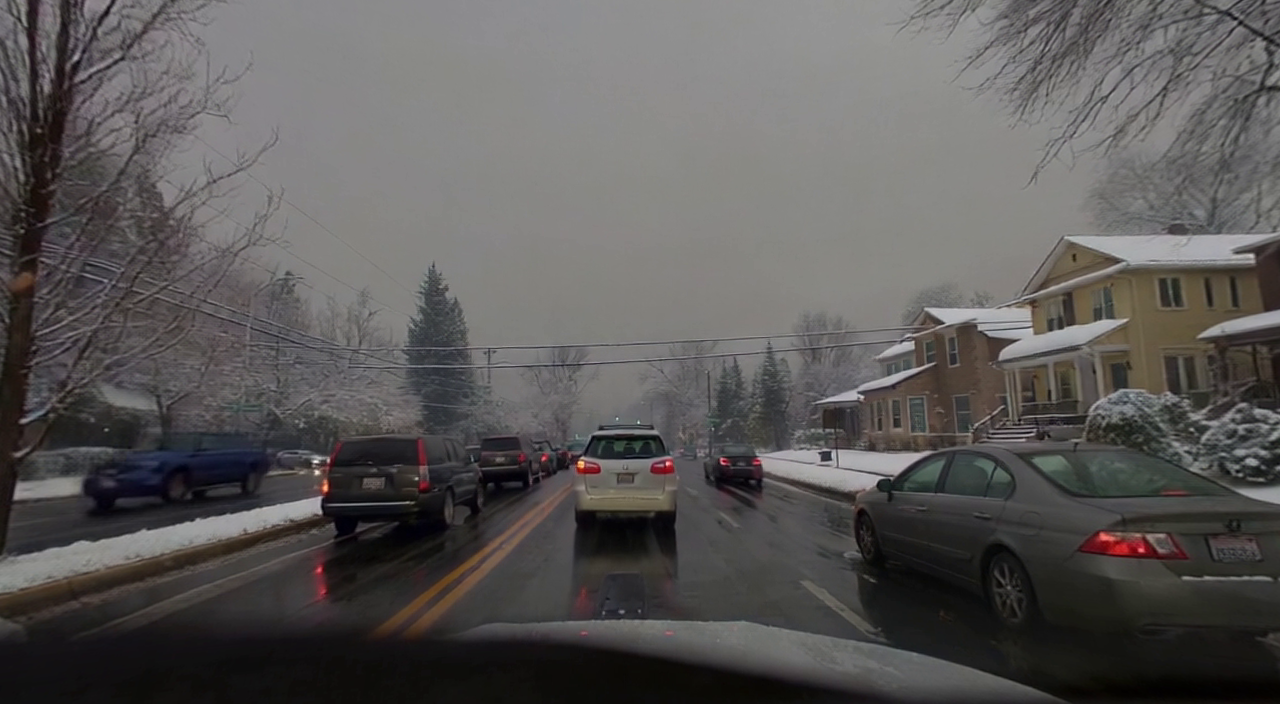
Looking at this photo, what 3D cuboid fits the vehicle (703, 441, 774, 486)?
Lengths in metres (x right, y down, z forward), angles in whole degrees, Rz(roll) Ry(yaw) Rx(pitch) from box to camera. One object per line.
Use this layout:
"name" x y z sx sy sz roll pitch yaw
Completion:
"vehicle" 3.487 4.015 23.132 1.880 1.476 3.932 0 -8 -1

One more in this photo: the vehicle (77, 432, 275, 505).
"vehicle" -12.891 3.238 18.066 2.098 1.774 4.614 0 -8 0

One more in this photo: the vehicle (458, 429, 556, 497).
"vehicle" -3.645 3.103 18.096 1.932 1.695 4.150 0 -8 0

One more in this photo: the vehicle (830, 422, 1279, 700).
"vehicle" 3.471 1.462 5.774 1.977 1.480 4.589 0 -8 -1

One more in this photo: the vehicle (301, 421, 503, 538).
"vehicle" -3.724 2.066 10.862 1.864 1.576 4.324 0 -8 -1

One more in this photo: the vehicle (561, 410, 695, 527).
"vehicle" -0.258 2.198 12.438 2.164 1.867 4.254 0 -8 -2
